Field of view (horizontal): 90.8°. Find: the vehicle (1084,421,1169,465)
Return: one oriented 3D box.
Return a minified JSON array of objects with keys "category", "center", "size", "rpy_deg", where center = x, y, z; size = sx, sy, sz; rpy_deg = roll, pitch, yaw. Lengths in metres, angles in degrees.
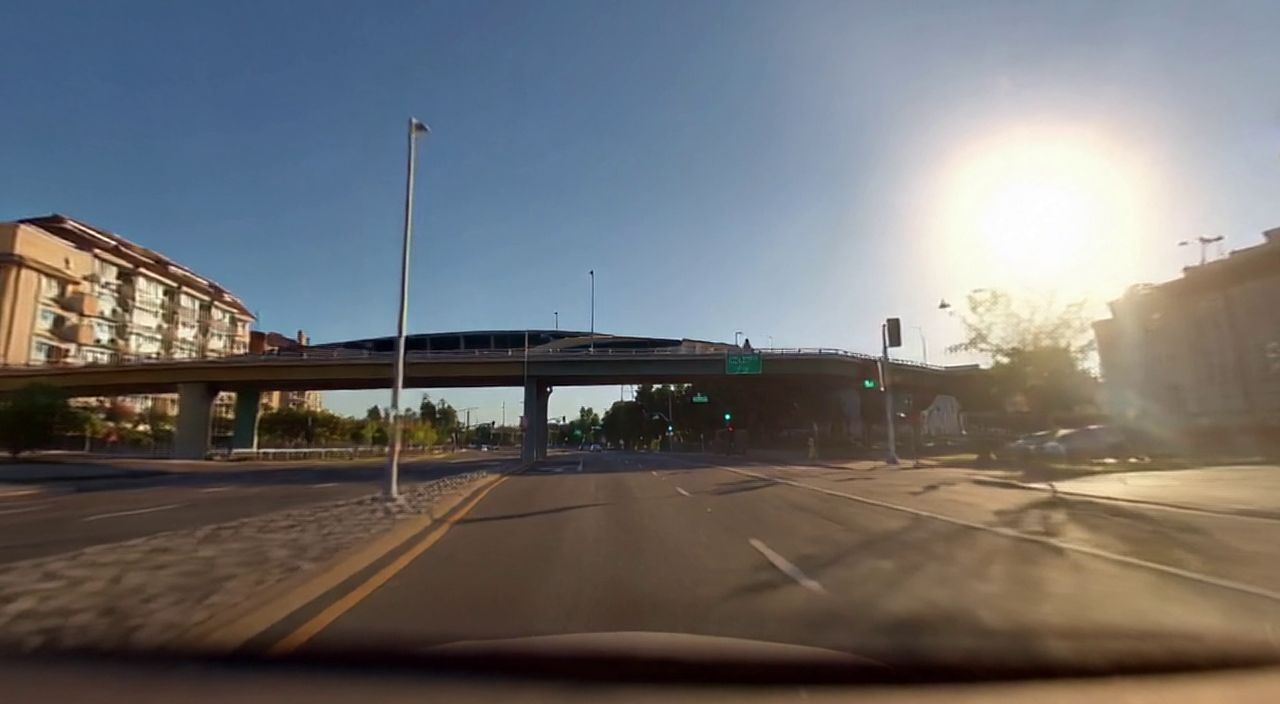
[{"category":"vehicle","center":[24.086,4.537,31.532],"size":[2.177,1.983,5.217],"rpy_deg":[-3,-9,25]}]

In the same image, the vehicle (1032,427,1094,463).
[{"category":"vehicle","center":[22.120,4.884,33.197],"size":[1.969,1.732,4.610],"rpy_deg":[-3,-9,25]}]
